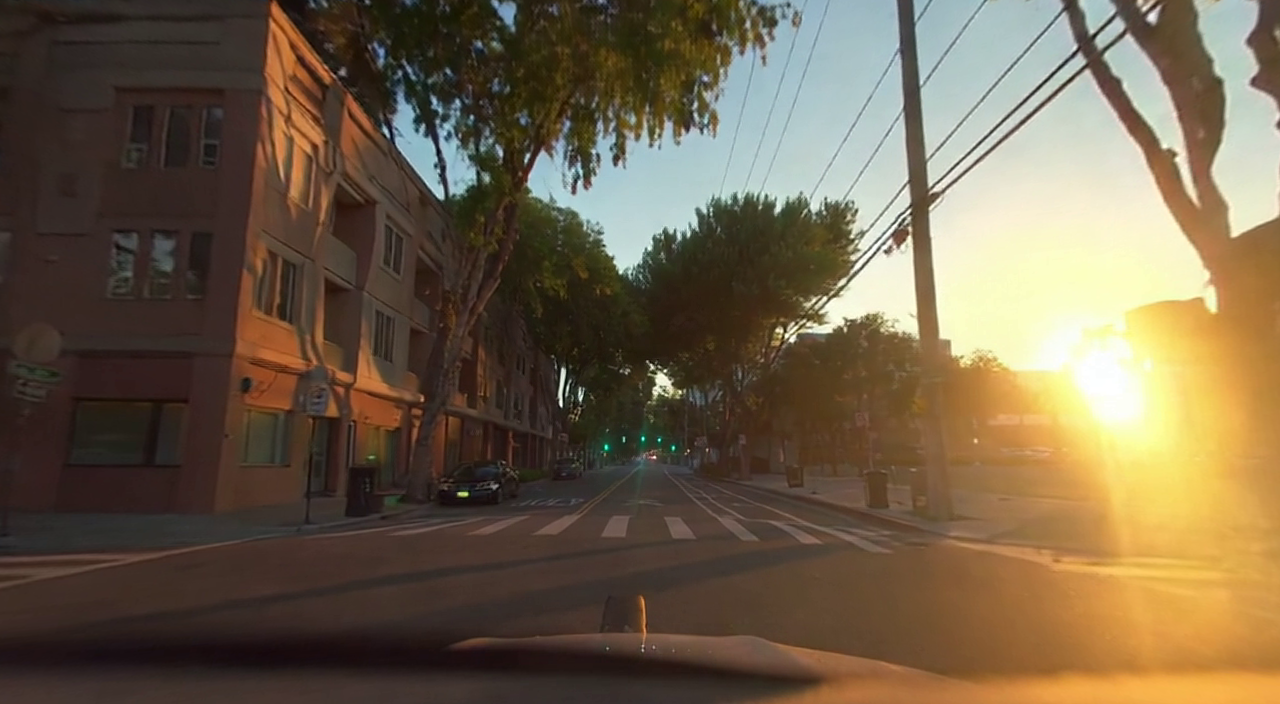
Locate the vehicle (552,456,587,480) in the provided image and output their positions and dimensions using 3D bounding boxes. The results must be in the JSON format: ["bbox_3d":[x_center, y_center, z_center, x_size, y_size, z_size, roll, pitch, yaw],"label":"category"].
[{"bbox_3d":[-5.465,9.047,49.533,2.147,1.701,4.879,0,-9,1],"label":"vehicle"}]

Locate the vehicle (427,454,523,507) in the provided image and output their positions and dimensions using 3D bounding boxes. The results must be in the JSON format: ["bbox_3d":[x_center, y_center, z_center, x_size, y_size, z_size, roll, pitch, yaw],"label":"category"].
[{"bbox_3d":[-5.807,4.565,22.858,2.223,1.658,4.621,0,-9,0],"label":"vehicle"}]
